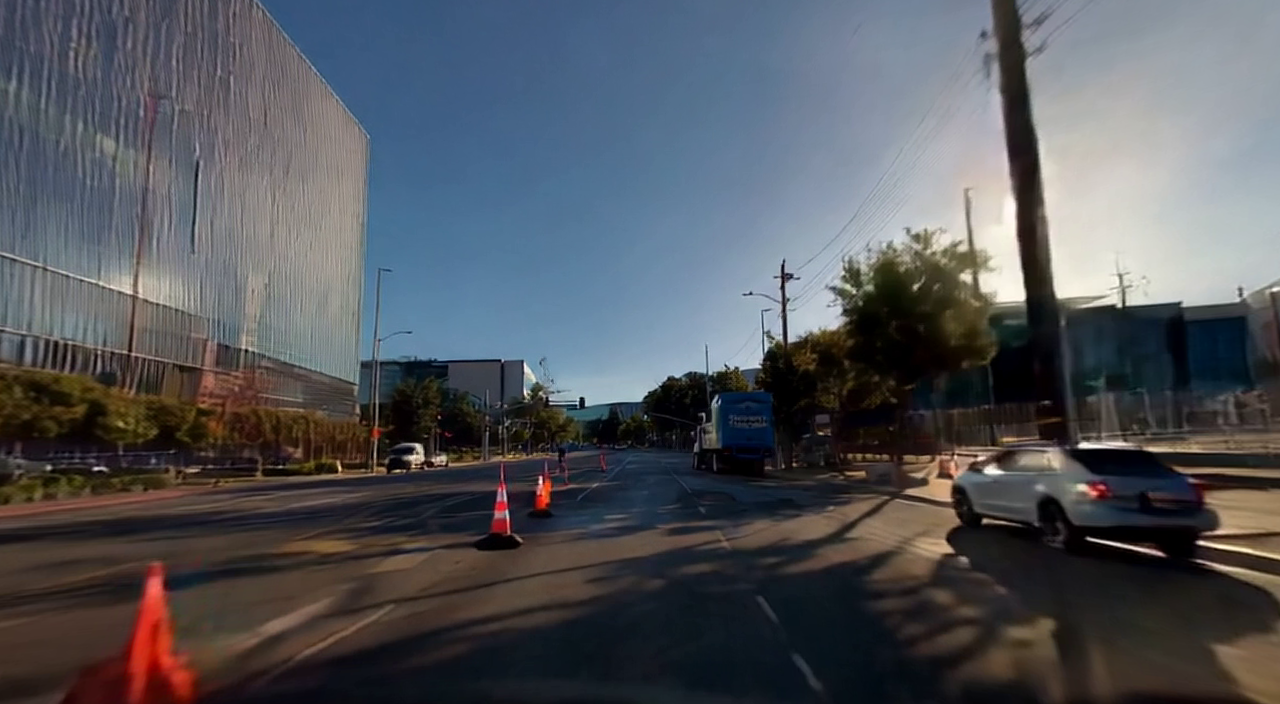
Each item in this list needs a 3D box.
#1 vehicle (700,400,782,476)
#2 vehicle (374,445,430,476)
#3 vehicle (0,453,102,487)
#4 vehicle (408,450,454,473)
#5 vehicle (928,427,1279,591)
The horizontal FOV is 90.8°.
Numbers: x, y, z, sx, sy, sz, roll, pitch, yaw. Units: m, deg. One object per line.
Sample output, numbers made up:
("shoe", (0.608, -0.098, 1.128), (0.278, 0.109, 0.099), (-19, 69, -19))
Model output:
("vehicle", (5.757, 5.226, 37.955), (3.176, 3.913, 9.805), (0, -9, -1))
("vehicle", (-16.487, 7.515, 43.988), (1.937, 1.984, 4.928), (0, -9, 0))
("vehicle", (-25.368, 4.933, 26.486), (3.905, 1.345, 1.737), (0, -9, -2))
("vehicle", (-16.421, 8.590, 49.845), (1.925, 1.665, 4.893), (0, -9, 0))
("vehicle", (6.094, 1.906, 8.610), (2.098, 1.619, 4.433), (0, -9, -2))
